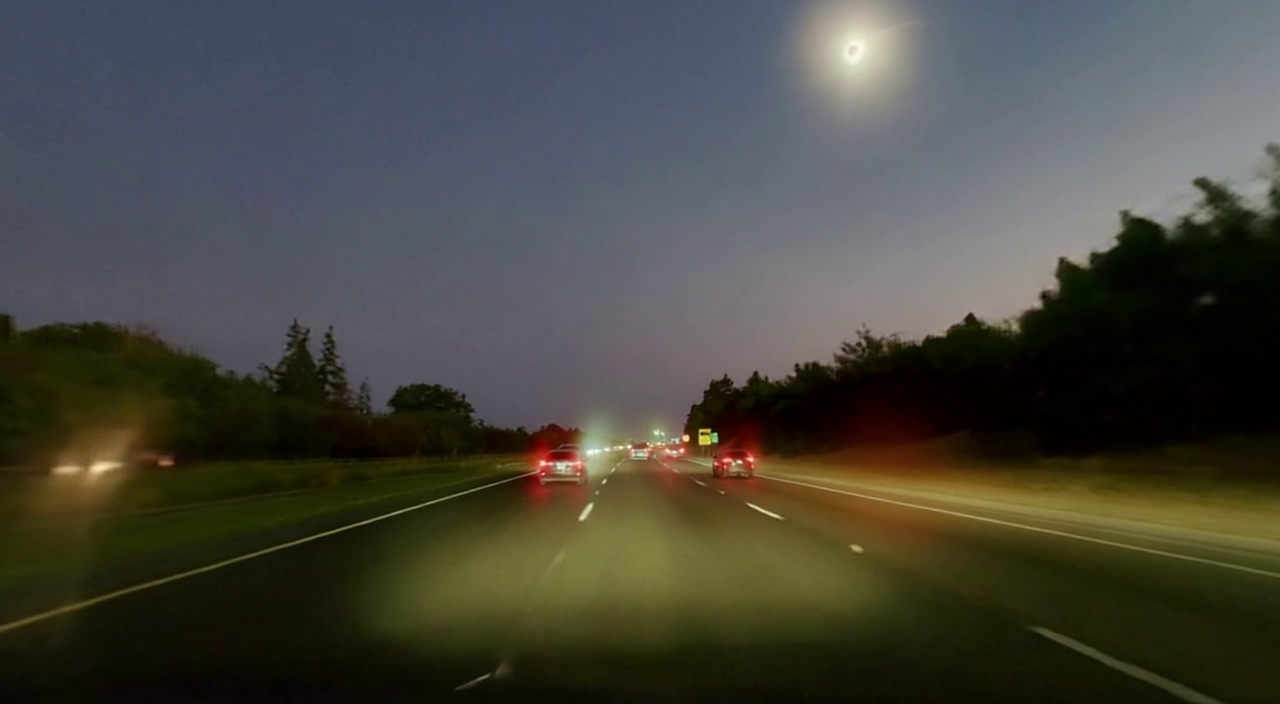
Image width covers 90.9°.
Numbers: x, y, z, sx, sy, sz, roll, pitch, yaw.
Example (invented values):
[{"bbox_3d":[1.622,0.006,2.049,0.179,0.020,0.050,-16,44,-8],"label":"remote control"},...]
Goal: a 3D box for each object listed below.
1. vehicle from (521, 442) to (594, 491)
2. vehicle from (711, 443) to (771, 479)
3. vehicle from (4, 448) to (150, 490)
[{"bbox_3d":[-2.685,3.843,21.533,2.053,1.483,4.185,0,-9,-1],"label":"vehicle"},{"bbox_3d":[4.406,4.825,28.048,1.926,1.483,3.528,0,-9,-3],"label":"vehicle"},{"bbox_3d":[-21.639,4.469,24.481,1.930,1.474,4.042,0,-9,0],"label":"vehicle"}]
